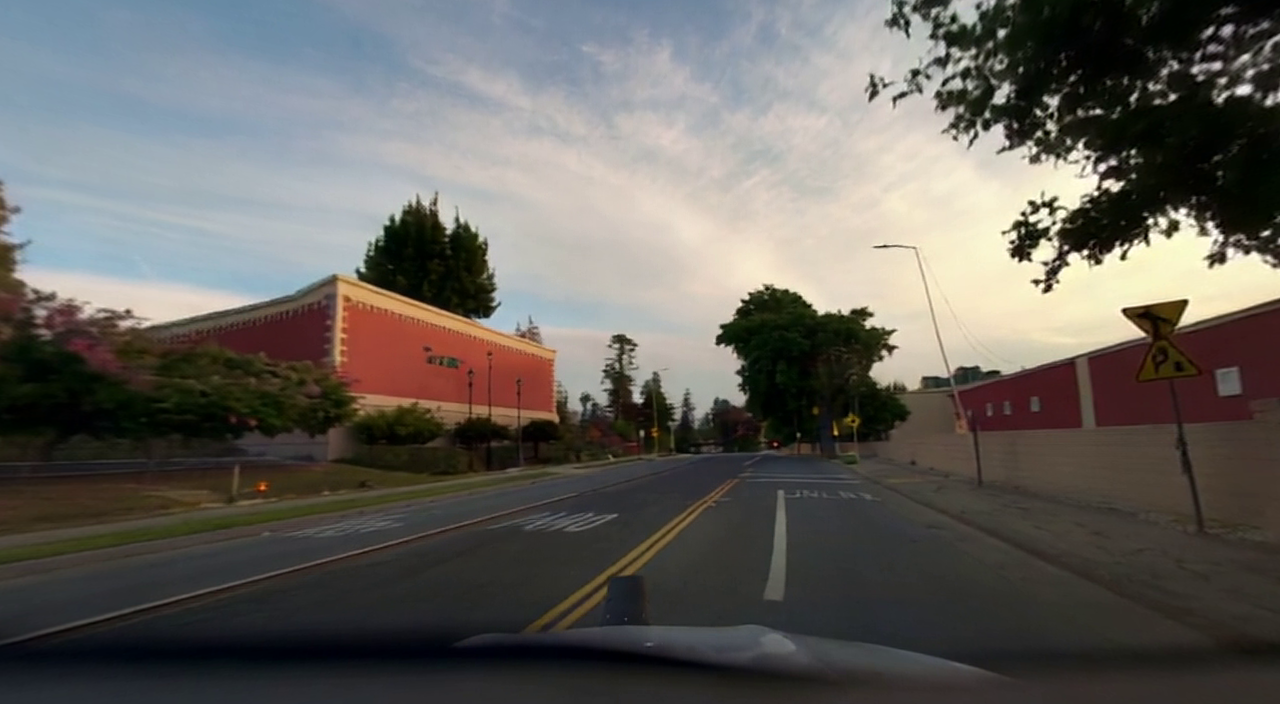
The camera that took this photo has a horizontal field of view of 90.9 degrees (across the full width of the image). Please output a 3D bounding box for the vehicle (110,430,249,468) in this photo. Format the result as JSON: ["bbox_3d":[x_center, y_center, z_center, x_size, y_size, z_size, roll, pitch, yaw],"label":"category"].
[{"bbox_3d":[-21.322,4.492,29.253,5.035,1.666,2.449,-2,-8,15],"label":"vehicle"}]
